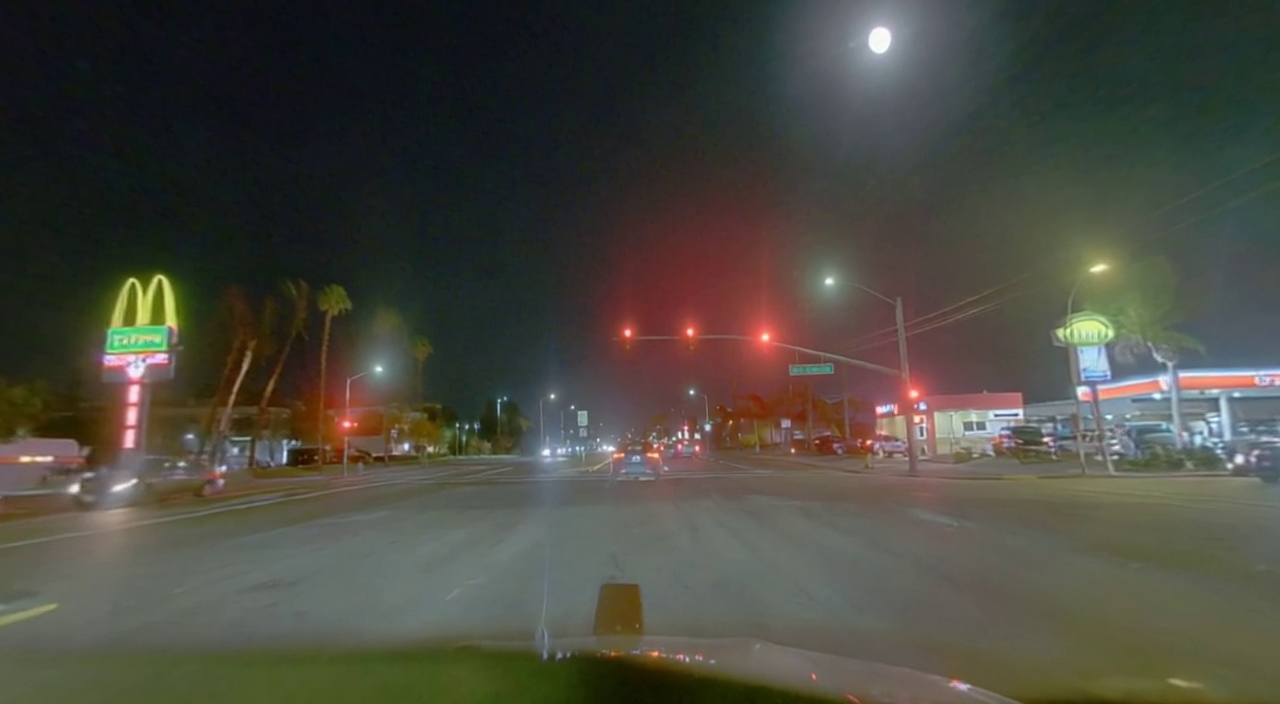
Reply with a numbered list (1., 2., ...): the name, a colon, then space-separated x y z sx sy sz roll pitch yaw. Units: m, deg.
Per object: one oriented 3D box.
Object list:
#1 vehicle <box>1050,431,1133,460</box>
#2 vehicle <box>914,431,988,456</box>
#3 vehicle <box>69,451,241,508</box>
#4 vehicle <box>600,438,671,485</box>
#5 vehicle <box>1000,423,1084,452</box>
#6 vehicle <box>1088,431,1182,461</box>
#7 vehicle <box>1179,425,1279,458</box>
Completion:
1. vehicle: 24.159 5.008 33.968 1.738 1.462 3.609 0 -8 0
2. vehicle: 19.464 5.747 39.701 3.833 1.495 1.892 -3 -9 17
3. vehicle: -15.282 3.997 20.318 1.896 1.508 4.659 0 -8 -1
4. vehicle: -0.179 3.862 22.666 2.270 1.475 4.571 0 -8 -1
5. vehicle: 24.452 5.227 38.556 3.783 1.560 1.853 -4 -9 10
6. vehicle: 26.248 4.989 33.664 1.923 1.501 3.849 0 -8 2
7. vehicle: 31.767 4.785 33.808 1.903 1.630 4.320 0 -8 -2
